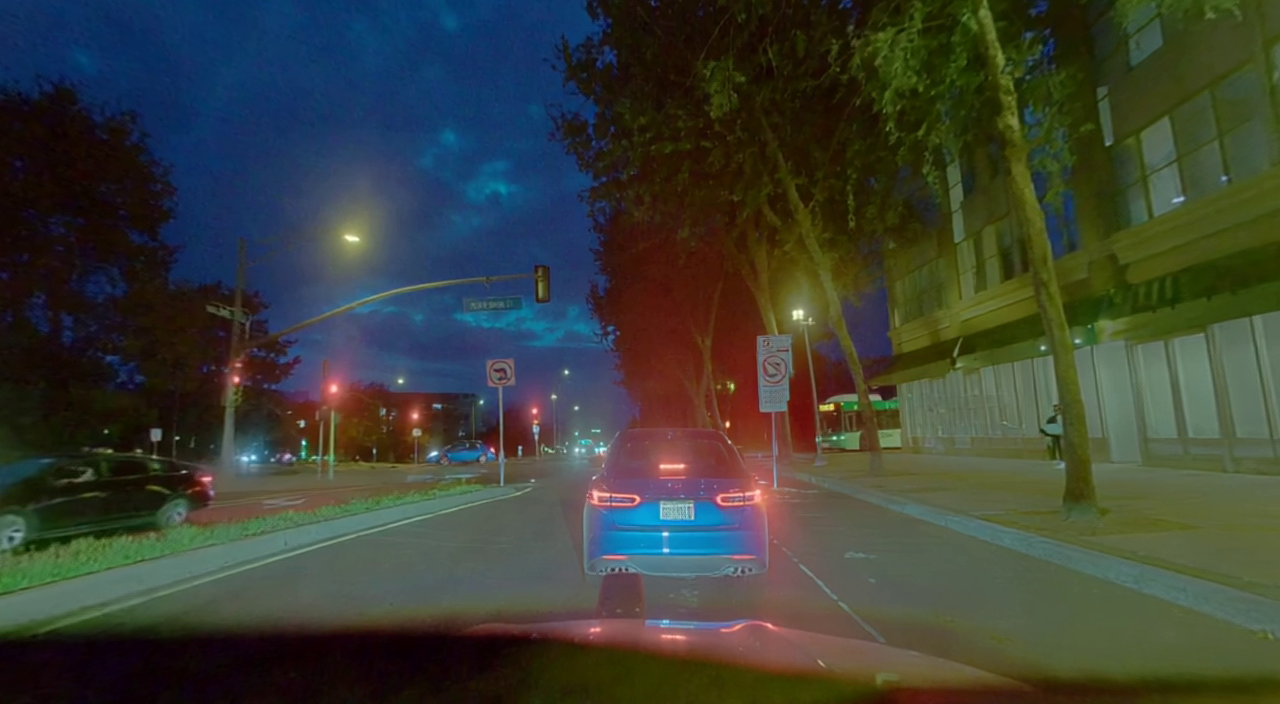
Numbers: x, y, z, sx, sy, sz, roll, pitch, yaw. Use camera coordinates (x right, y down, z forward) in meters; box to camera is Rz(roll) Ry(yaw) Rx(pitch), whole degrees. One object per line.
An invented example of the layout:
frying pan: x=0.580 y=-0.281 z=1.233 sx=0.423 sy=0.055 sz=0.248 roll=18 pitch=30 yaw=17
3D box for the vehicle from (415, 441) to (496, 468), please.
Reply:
vehicle: x=-11.844 y=6.553 z=40.654 sx=4.561 sy=1.645 sz=1.892 roll=6 pitch=-10 yaw=-35

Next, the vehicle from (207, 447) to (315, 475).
vehicle: x=-21.446 y=6.154 z=35.944 sx=1.883 sy=1.461 sz=4.830 roll=-5 pitch=-10 yaw=32

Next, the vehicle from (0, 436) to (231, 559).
vehicle: x=-8.913 y=2.061 z=9.573 sx=2.066 sy=1.506 sz=4.900 roll=0 pitch=-8 yaw=1

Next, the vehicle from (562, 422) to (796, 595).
vehicle: x=0.367 y=1.630 z=7.394 sx=2.006 sy=1.470 sz=3.799 roll=0 pitch=-8 yaw=1

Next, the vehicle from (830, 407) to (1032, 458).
vehicle: x=22.149 y=6.284 z=48.962 sx=13.811 sy=3.706 sz=2.997 roll=-1 pitch=-9 yaw=5
